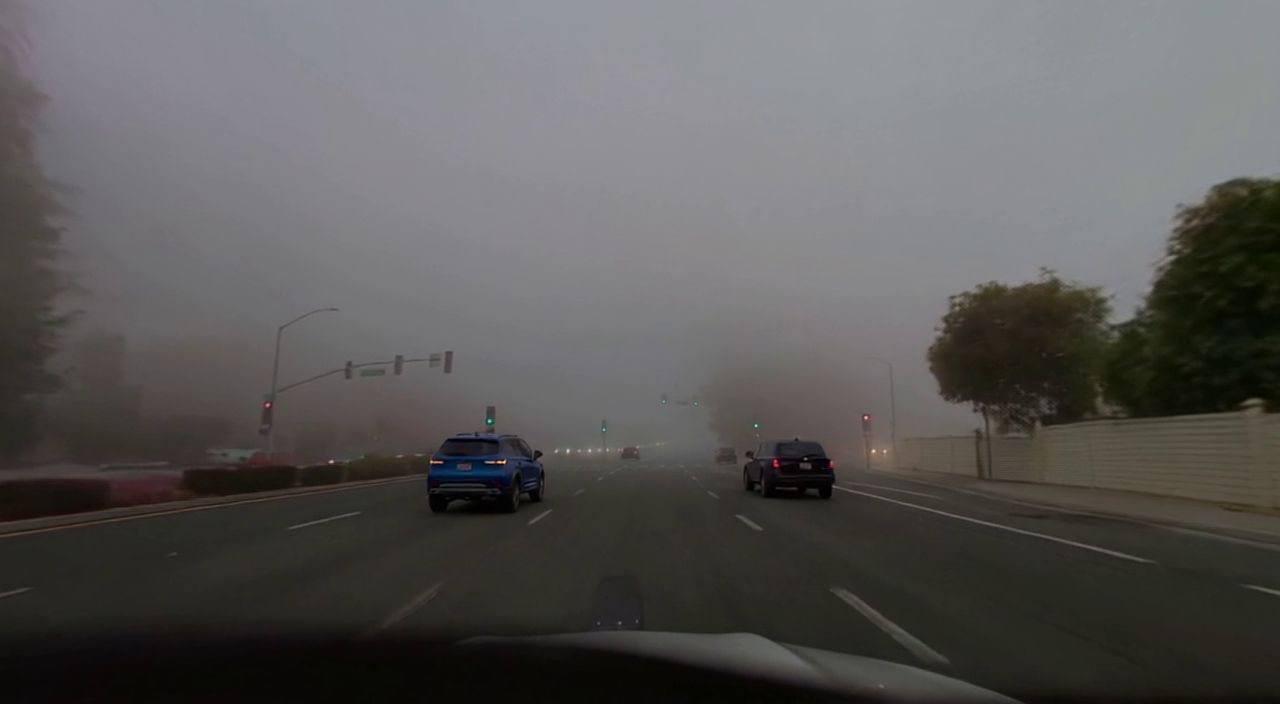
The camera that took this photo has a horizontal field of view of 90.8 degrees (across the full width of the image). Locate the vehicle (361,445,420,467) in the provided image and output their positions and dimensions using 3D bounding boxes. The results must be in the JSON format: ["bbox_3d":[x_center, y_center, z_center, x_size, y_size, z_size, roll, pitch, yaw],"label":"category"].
[{"bbox_3d":[-17.878,7.487,45.529,1.997,1.471,4.772,-1,-8,4],"label":"vehicle"}]

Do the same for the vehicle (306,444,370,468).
[{"bbox_3d":[-21.939,7.540,46.120,2.244,1.670,4.353,-1,-8,4],"label":"vehicle"}]

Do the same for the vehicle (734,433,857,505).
[{"bbox_3d":[3.982,3.063,17.055,2.132,1.659,4.387,0,-8,-1],"label":"vehicle"}]

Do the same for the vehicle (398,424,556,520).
[{"bbox_3d":[-3.211,2.485,13.610,2.045,1.688,4.632,-1,-8,2],"label":"vehicle"}]

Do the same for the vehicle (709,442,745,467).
[{"bbox_3d":[6.136,7.232,44.924,2.169,1.669,4.037,-1,-8,3],"label":"vehicle"}]
